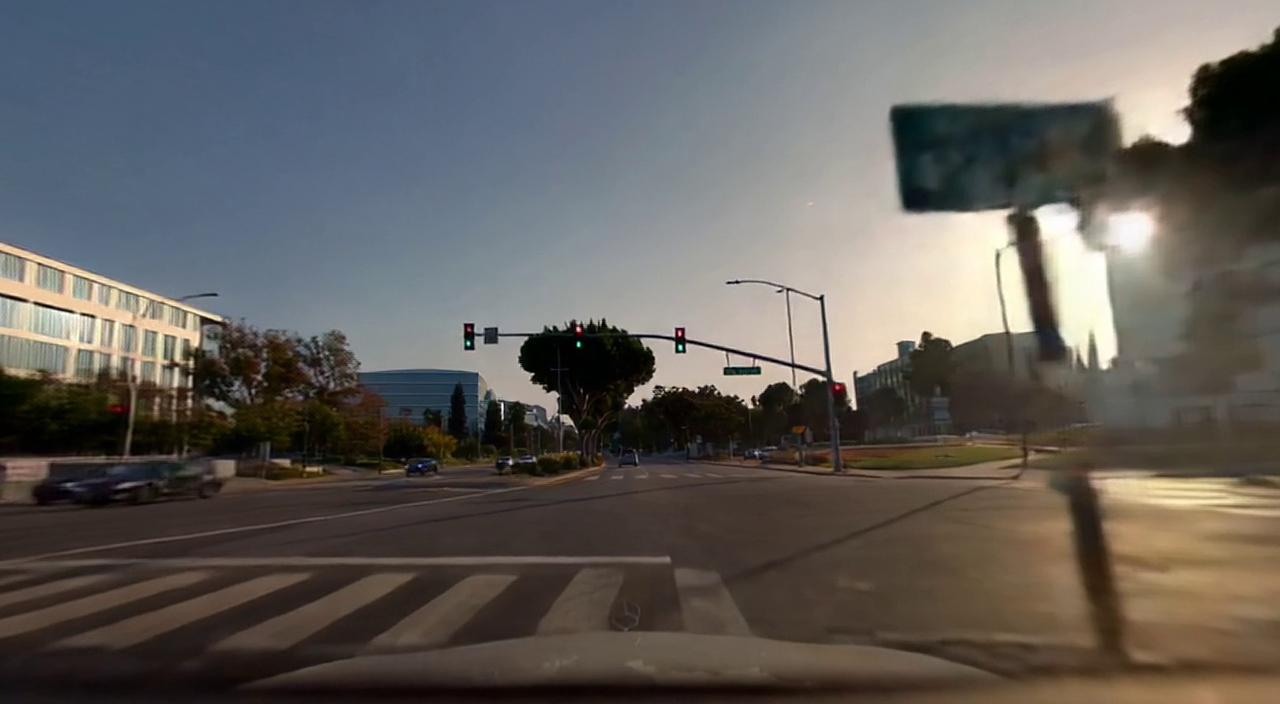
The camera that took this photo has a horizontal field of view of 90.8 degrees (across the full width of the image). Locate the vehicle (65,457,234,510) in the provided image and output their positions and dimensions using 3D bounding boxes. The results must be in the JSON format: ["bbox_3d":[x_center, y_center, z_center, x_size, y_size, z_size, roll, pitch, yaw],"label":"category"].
[{"bbox_3d":[-16.360,4.385,21.482,1.922,1.448,4.702,-2,-9,2],"label":"vehicle"}]
